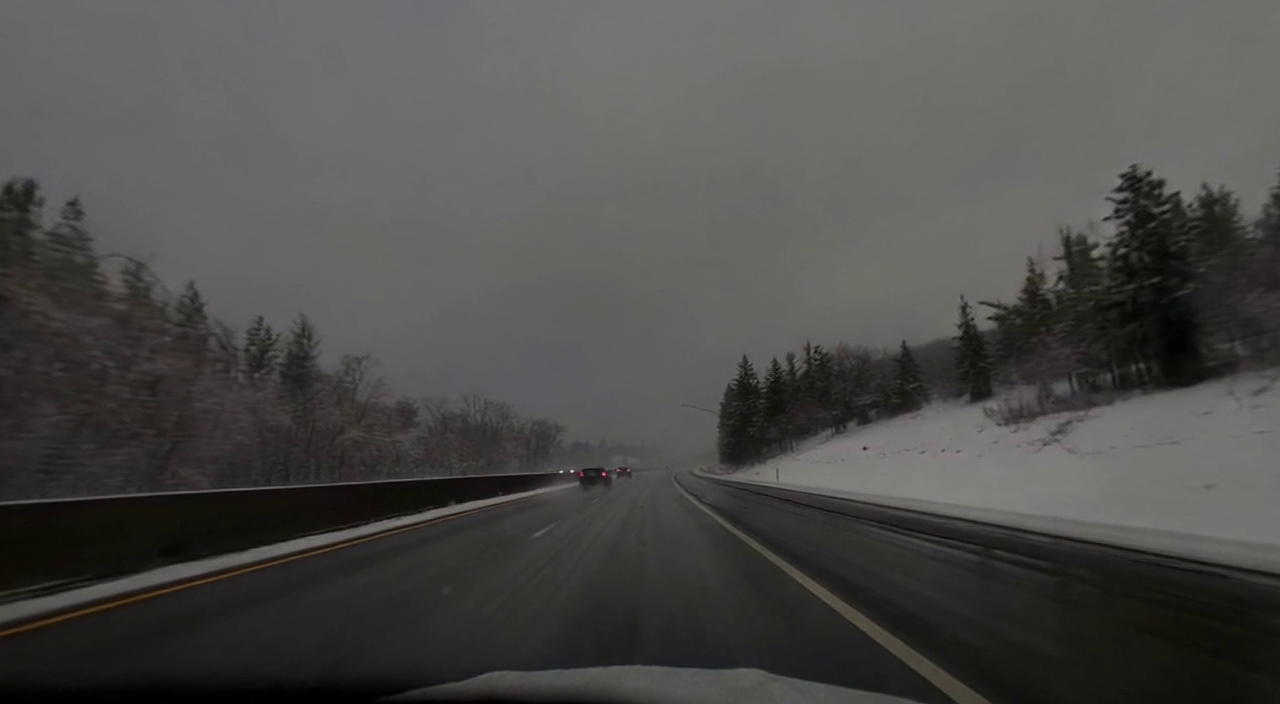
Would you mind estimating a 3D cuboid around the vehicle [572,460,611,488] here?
[{"bbox_3d":[-3.258,8.330,43.119,2.160,1.721,4.368,0,-10,3],"label":"vehicle"}]
